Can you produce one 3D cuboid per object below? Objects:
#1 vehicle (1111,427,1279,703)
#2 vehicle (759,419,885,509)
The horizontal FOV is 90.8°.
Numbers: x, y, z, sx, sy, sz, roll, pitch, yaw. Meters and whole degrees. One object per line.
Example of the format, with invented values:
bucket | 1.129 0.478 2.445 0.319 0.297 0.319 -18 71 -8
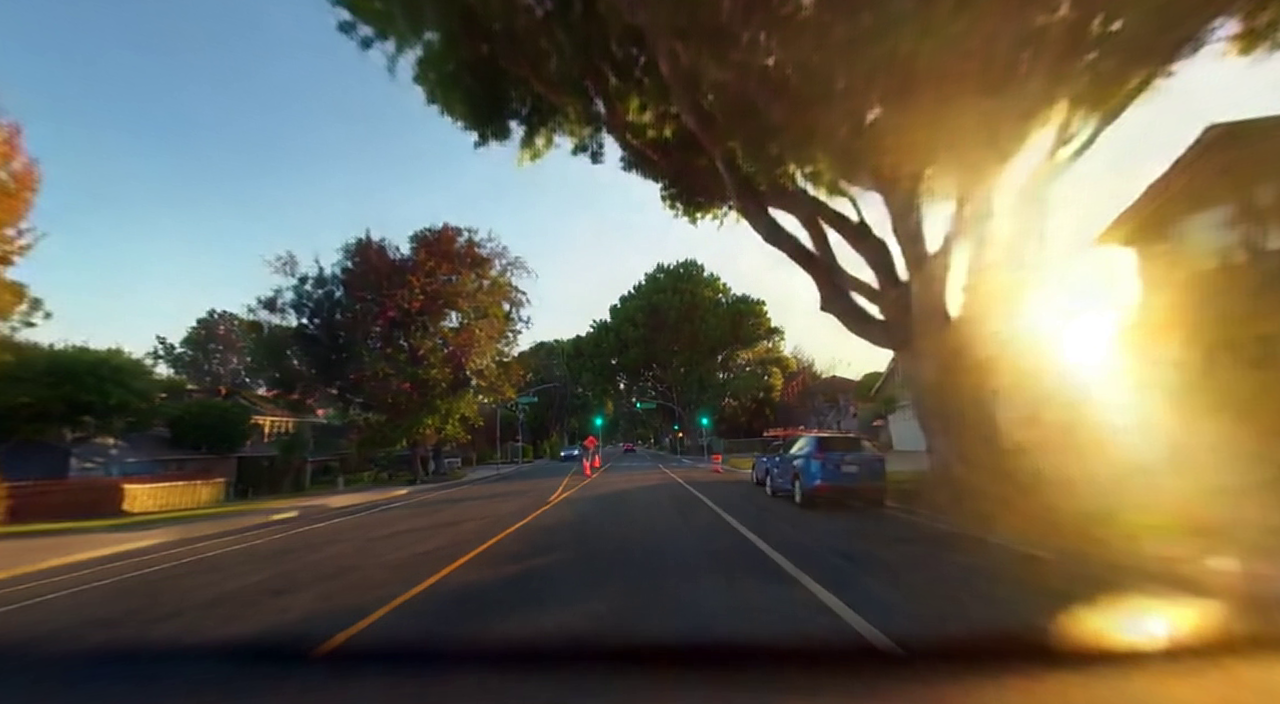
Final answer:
vehicle | 3.925 0.887 1.727 1.870 1.441 4.539 -1 -9 2
vehicle | 4.255 2.680 15.377 2.241 1.935 3.270 -1 -9 4
